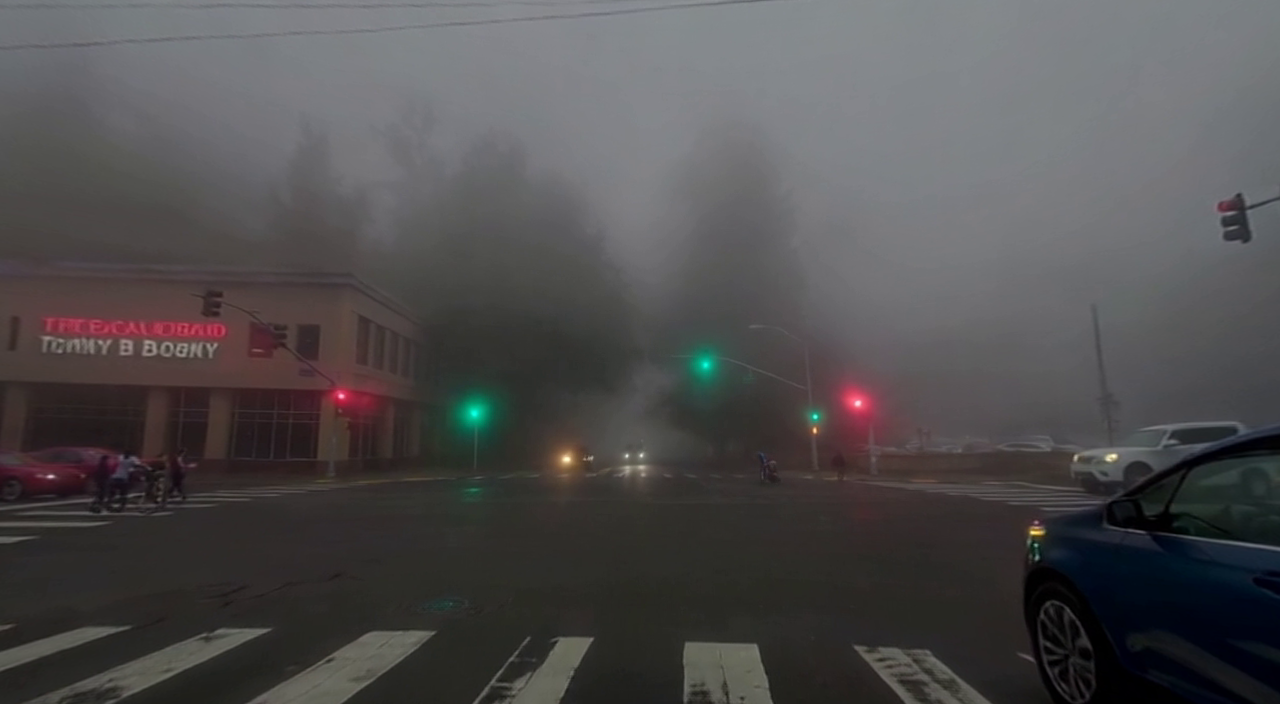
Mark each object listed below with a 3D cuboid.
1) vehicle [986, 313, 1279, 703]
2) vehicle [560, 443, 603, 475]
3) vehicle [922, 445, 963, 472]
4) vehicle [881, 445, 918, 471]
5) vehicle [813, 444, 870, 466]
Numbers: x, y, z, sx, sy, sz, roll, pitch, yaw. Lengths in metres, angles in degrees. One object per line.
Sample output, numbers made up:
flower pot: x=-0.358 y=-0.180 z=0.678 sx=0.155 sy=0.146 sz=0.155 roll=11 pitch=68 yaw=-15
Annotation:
vehicle: x=2.872 y=0.625 z=0.934 sx=2.048 sy=1.725 sz=4.754 roll=0 pitch=-8 yaw=1
vehicle: x=-3.163 y=5.875 z=34.846 sx=1.961 sy=1.658 sz=4.064 roll=0 pitch=-8 yaw=0
vehicle: x=18.281 y=6.406 z=38.269 sx=1.791 sy=1.520 sz=3.649 roll=-3 pitch=-9 yaw=19
vehicle: x=15.878 y=6.472 z=38.735 sx=1.875 sy=1.543 sz=3.853 roll=-3 pitch=-9 yaw=20
vehicle: x=15.087 y=7.714 z=47.442 sx=1.924 sy=1.579 sz=4.084 roll=3 pitch=-9 yaw=-19
